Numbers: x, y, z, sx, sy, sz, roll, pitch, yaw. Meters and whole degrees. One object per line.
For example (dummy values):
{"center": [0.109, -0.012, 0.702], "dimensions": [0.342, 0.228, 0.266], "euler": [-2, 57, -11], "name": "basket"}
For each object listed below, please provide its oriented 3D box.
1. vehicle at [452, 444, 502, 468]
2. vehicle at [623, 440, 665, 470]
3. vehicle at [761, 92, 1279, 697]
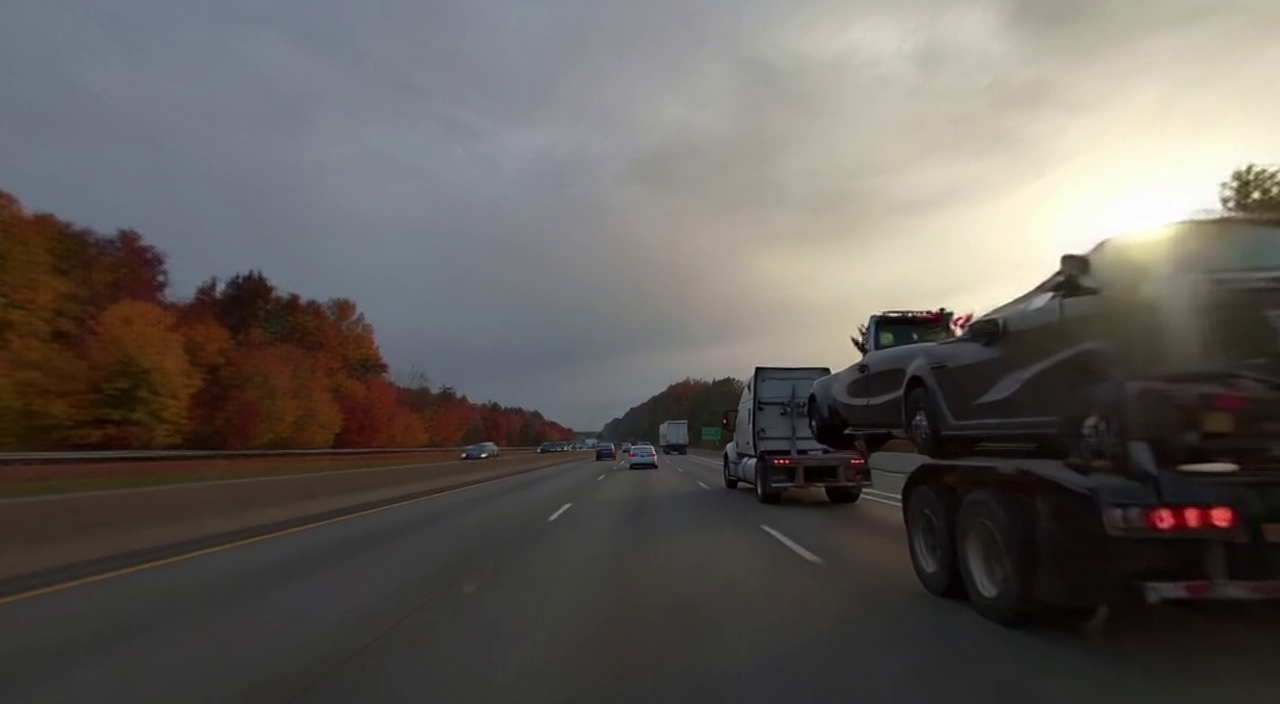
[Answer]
{"center": [-10.408, 6.664, 40.546], "dimensions": [1.934, 1.497, 4.356], "euler": [0, -8, 1], "name": "vehicle"}
{"center": [0.231, 5.584, 34.256], "dimensions": [2.152, 1.484, 4.211], "euler": [0, -8, 1], "name": "vehicle"}
{"center": [4.778, 1.064, 9.848], "dimensions": [3.150, 3.257, 13.098], "euler": [0, -8, 0], "name": "vehicle"}
